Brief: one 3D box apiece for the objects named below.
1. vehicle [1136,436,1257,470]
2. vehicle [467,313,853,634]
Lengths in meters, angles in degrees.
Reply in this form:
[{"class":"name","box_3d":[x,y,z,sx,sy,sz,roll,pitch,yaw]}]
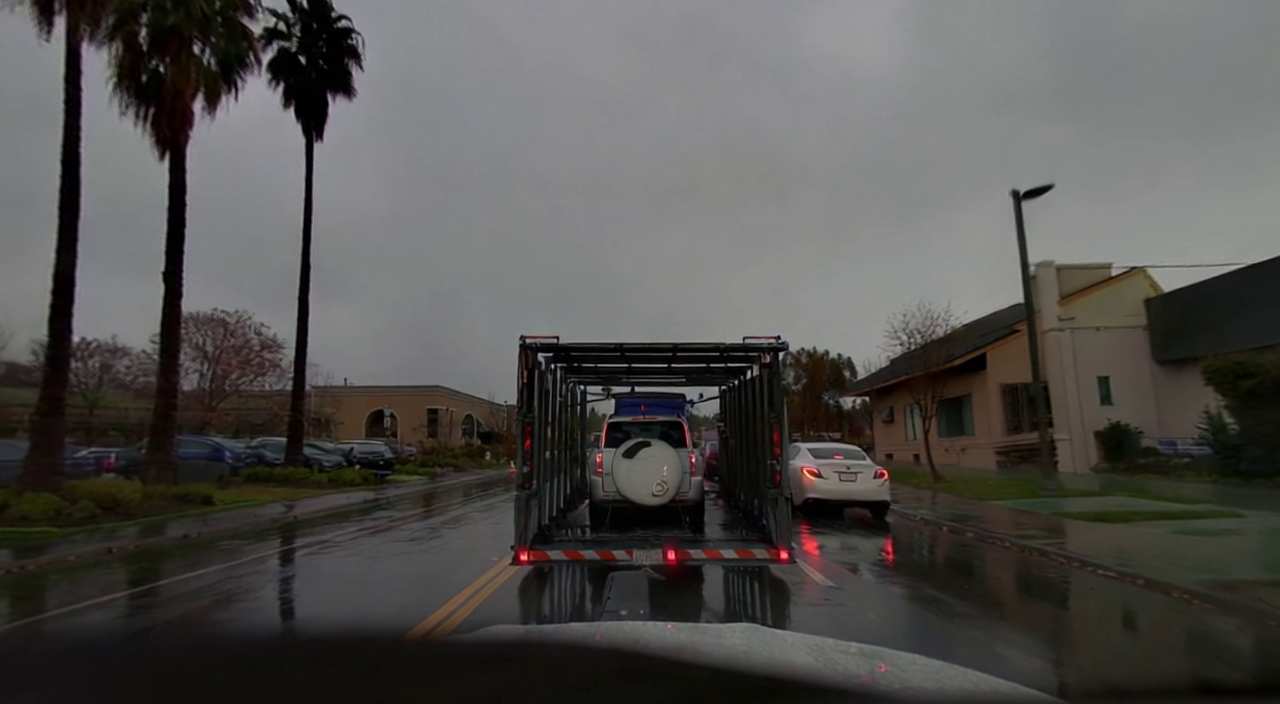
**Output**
[{"class":"vehicle","box_3d":[28.567,5.184,32.443,4.193,1.633,1.928,-4,-9,26]},{"class":"vehicle","box_3d":[0.120,1.331,7.813,2.728,2.305,6.506,0,-9,0]}]
